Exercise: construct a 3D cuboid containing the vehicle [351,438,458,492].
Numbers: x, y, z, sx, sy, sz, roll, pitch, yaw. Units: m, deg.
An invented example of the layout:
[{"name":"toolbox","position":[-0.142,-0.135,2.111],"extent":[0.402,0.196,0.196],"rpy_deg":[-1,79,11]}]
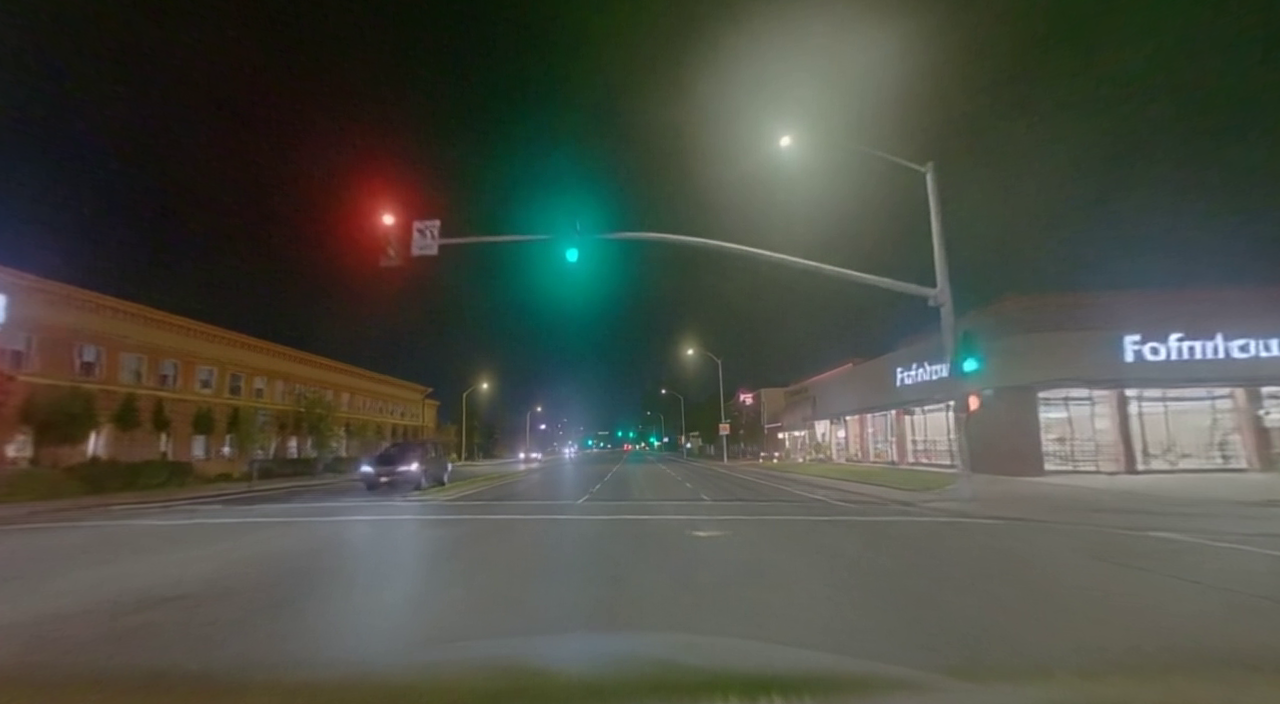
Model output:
[{"name":"vehicle","position":[-7.731,3.807,21.260],"extent":[2.011,1.490,4.472],"rpy_deg":[-3,-10,-2]}]
